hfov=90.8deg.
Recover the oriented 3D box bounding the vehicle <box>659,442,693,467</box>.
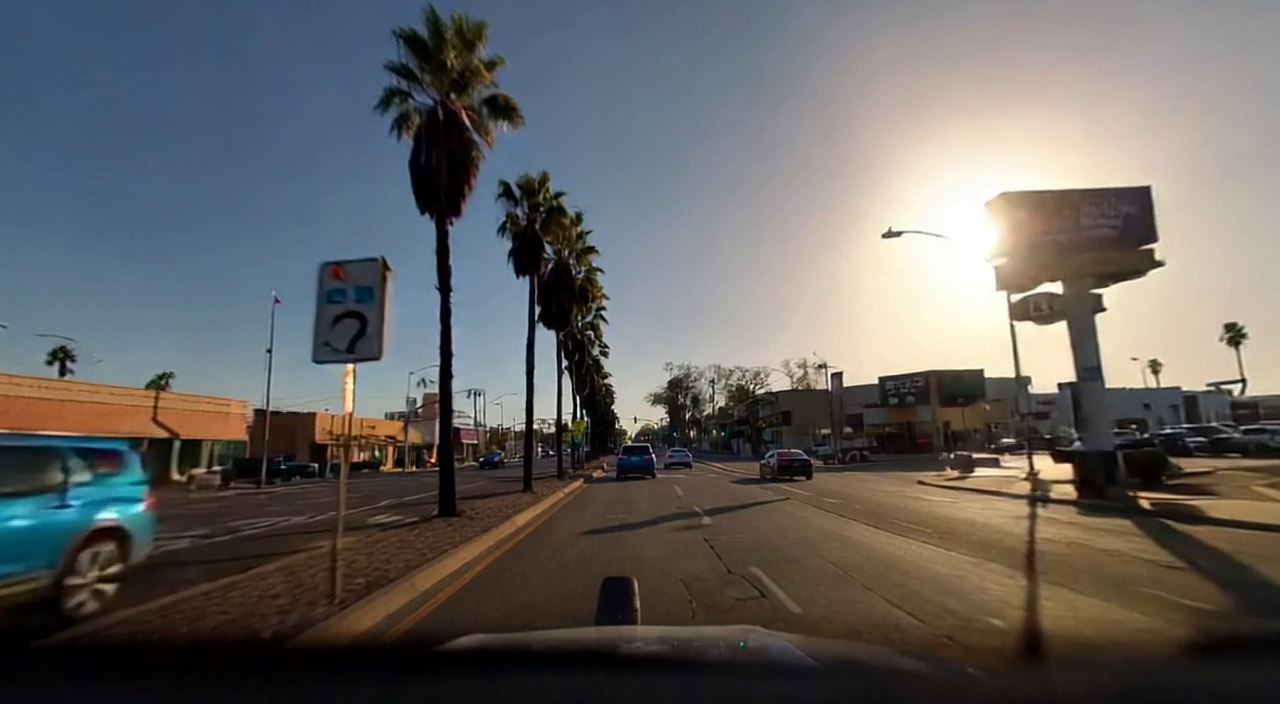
[{"bbox_3d":[2.540,7.482,46.079,2.112,1.710,4.234,0,-9,-1],"label":"vehicle"}]

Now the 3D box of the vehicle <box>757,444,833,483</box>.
[{"bbox_3d":[6.265,4.571,26.127,1.944,1.447,4.309,0,-9,-1],"label":"vehicle"}]

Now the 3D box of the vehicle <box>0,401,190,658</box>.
[{"bbox_3d":[-5.315,1.132,3.792,2.016,1.711,4.387,0,-9,-1],"label":"vehicle"}]

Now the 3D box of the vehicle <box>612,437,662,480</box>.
[{"bbox_3d":[-0.168,4.896,29.240,2.151,1.787,4.109,0,-9,-1],"label":"vehicle"}]
